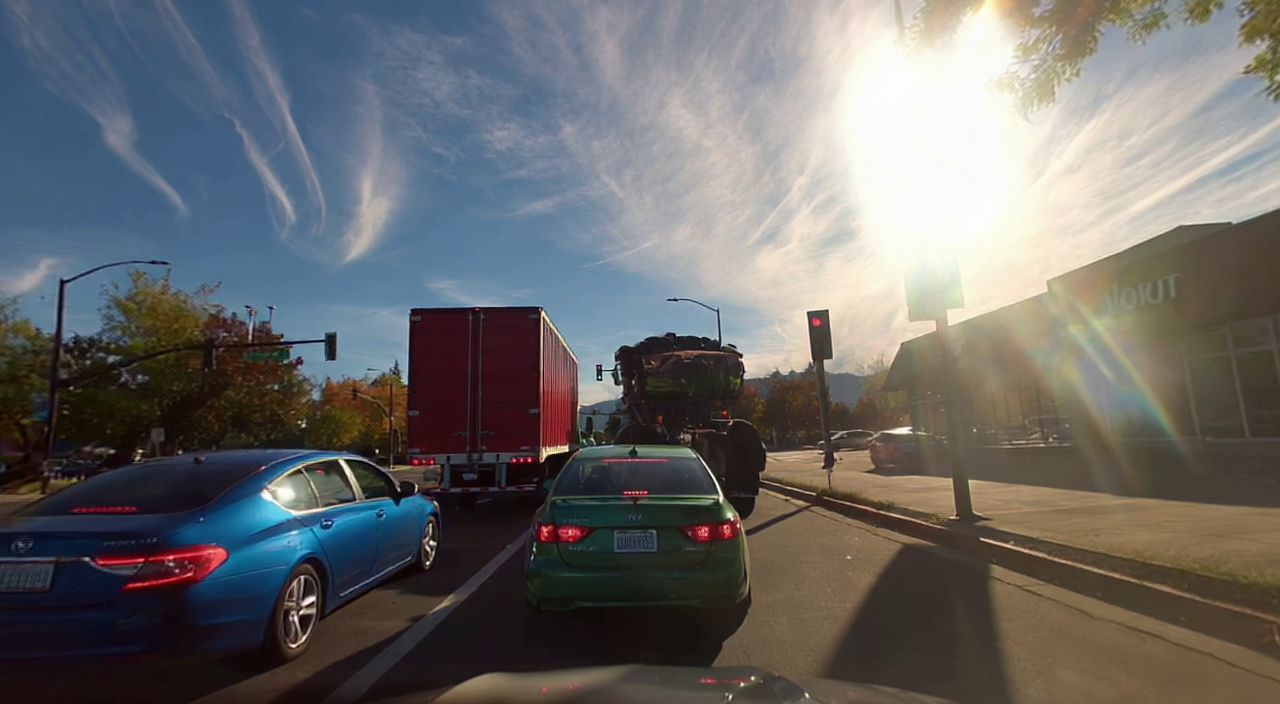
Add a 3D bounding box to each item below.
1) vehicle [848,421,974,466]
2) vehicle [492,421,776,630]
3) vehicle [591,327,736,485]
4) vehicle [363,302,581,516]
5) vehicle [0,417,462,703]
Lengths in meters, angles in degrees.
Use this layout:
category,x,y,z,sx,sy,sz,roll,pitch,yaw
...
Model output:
category,x,y,z,sx,sy,sz,roll,pitch,yaw
vehicle,12.137,4.165,28.378,4.681,1.713,1.969,-3,-9,-1
vehicle,-0.105,1.571,6.710,2.067,1.506,4.118,0,-8,-2
vehicle,0.364,1.398,16.696,2.803,3.066,8.341,-2,-5,-1
vehicle,-3.265,1.487,14.646,3.020,3.800,7.105,0,-8,0
vehicle,-3.090,1.373,5.172,1.969,1.471,4.378,0,-8,0
